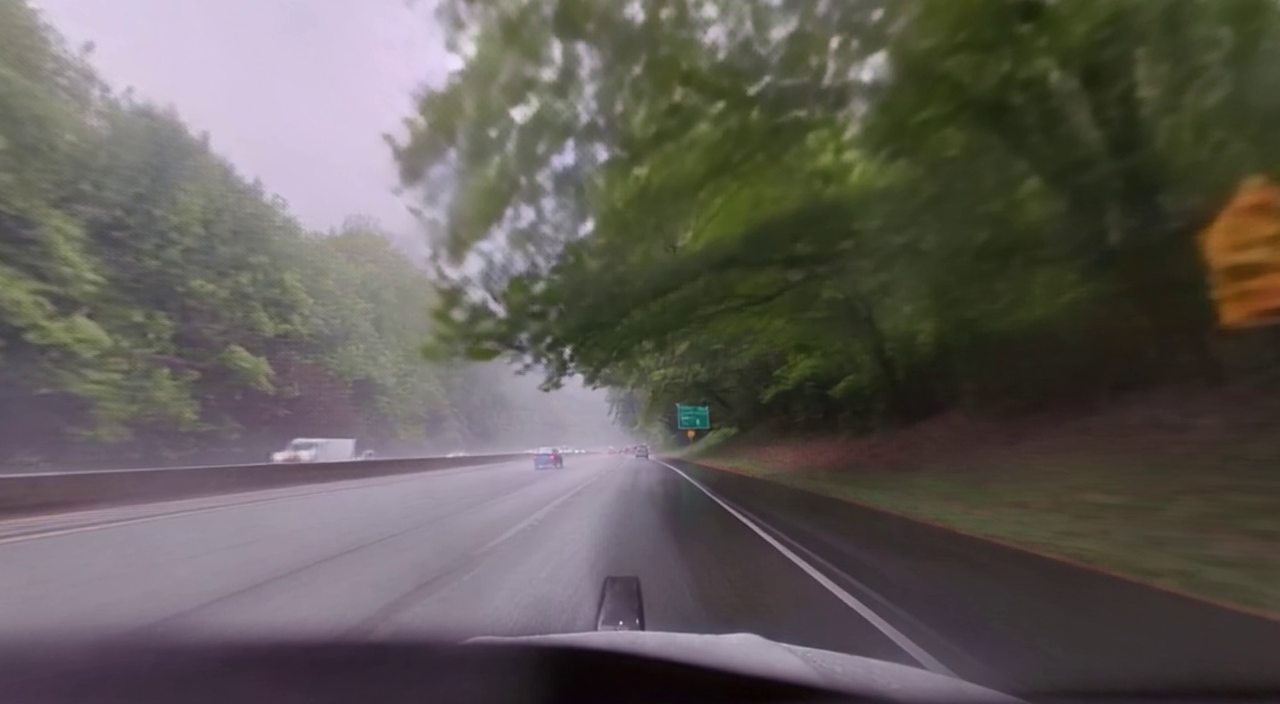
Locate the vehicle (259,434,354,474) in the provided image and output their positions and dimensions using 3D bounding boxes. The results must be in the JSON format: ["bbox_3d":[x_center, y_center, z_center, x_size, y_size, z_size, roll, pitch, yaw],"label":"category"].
[{"bbox_3d":[-21.475,6.598,41.053,2.362,2.345,6.916,0,-8,1],"label":"vehicle"}]

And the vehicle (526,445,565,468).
[{"bbox_3d":[-6.930,7.736,46.804,2.094,1.579,4.655,0,-8,1],"label":"vehicle"}]
